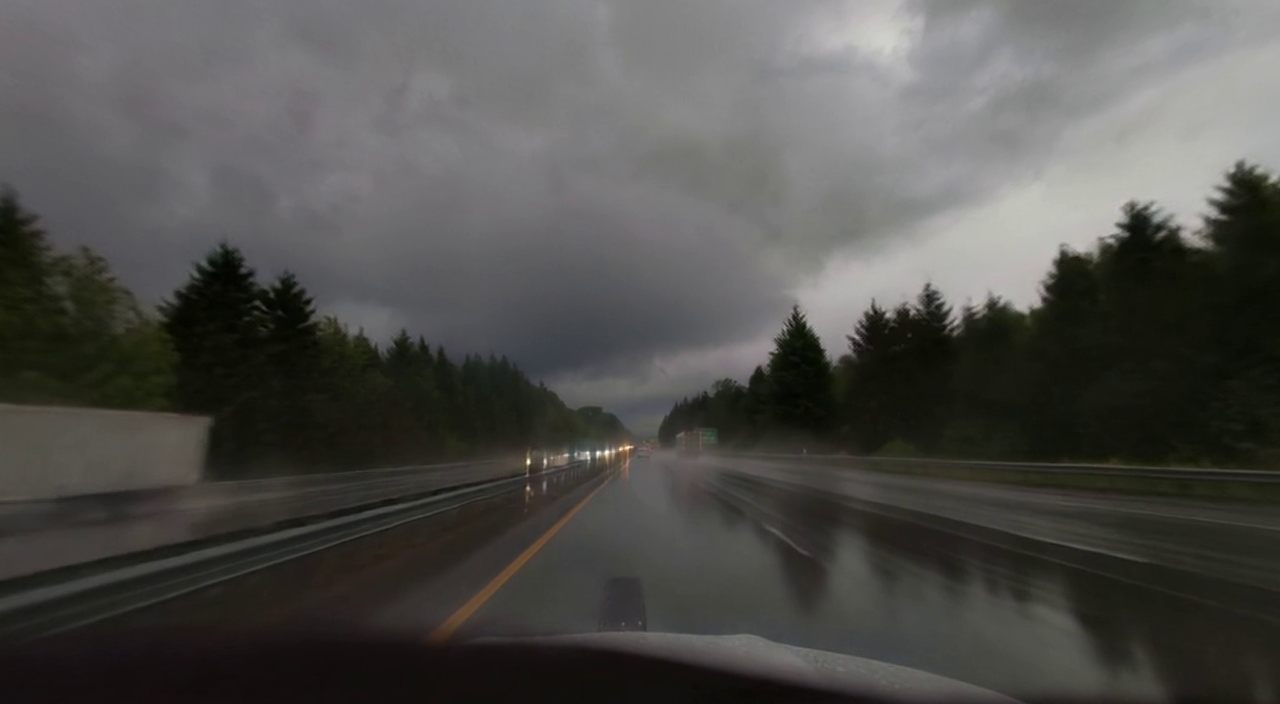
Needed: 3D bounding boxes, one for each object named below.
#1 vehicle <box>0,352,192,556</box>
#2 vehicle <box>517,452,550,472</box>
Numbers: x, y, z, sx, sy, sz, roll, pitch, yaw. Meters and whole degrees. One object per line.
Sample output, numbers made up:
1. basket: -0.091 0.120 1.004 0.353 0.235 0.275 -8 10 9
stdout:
1. vehicle: -13.294 1.842 11.361 2.950 3.735 9.889 0 -9 1
2. vehicle: -8.243 8.568 49.113 1.837 1.461 3.814 0 -9 1
